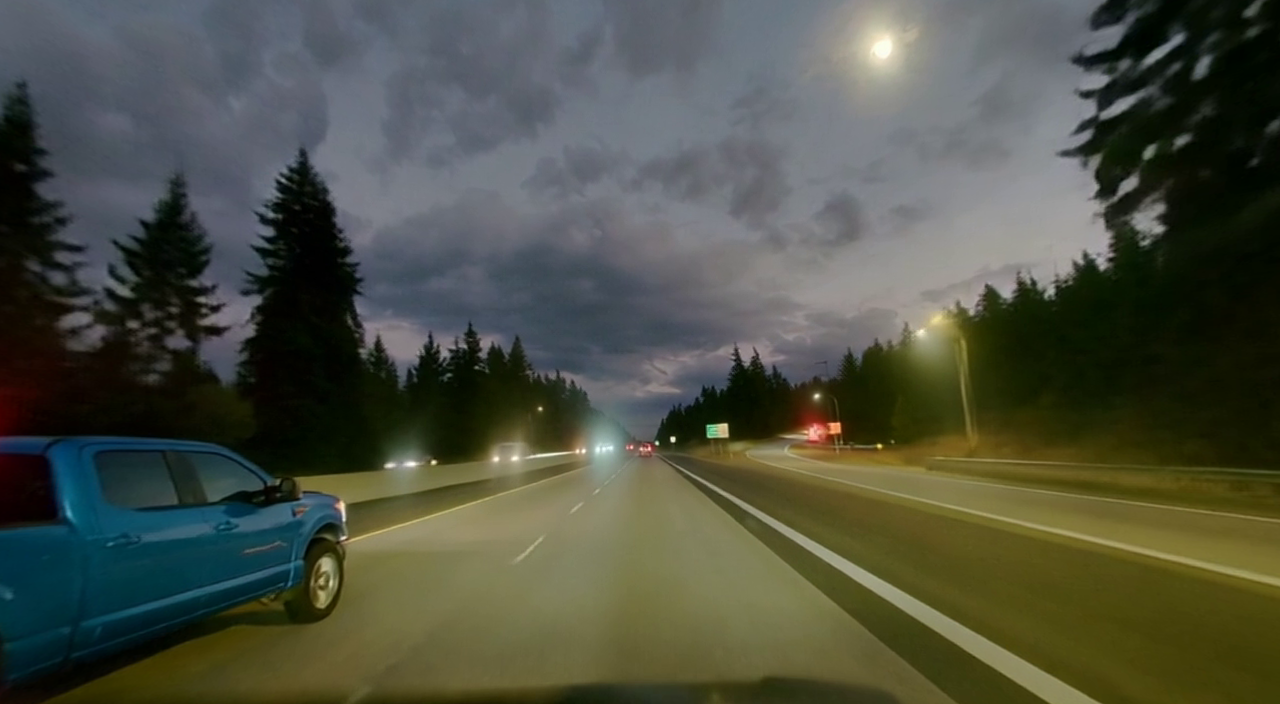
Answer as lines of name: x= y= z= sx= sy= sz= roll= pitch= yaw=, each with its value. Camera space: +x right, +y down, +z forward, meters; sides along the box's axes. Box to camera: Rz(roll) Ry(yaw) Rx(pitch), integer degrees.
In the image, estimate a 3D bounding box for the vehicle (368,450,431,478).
vehicle: x=-14.549 y=6.802 z=38.458 sx=1.907 sy=1.499 sz=4.804 roll=0 pitch=-8 yaw=1
